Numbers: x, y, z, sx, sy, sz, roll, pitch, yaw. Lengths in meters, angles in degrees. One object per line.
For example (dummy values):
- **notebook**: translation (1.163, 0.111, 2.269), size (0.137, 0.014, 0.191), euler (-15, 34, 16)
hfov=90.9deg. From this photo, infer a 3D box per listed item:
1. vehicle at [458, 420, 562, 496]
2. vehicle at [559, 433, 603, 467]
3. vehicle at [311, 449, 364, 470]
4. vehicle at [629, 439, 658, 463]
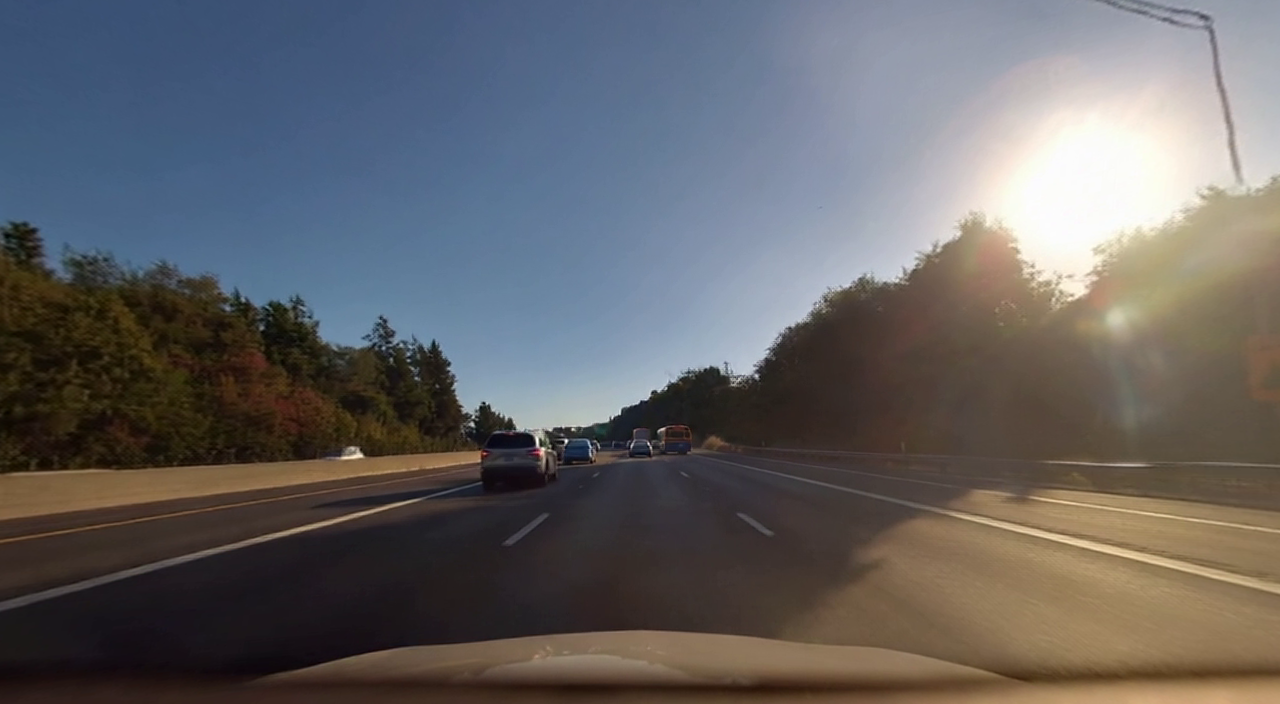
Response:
- **vehicle**: translation (-3.597, 3.057, 18.390), size (2.016, 1.898, 4.458), euler (-1, -9, 1)
- **vehicle**: translation (-3.438, 5.857, 37.640), size (2.155, 1.843, 4.567), euler (-1, -9, 0)
- **vehicle**: translation (-23.204, 8.268, 48.576), size (1.806, 1.464, 4.678), euler (-1, -9, 0)
- **vehicle**: translation (0.225, 7.313, 46.740), size (2.042, 1.632, 3.654), euler (-1, -9, 0)
